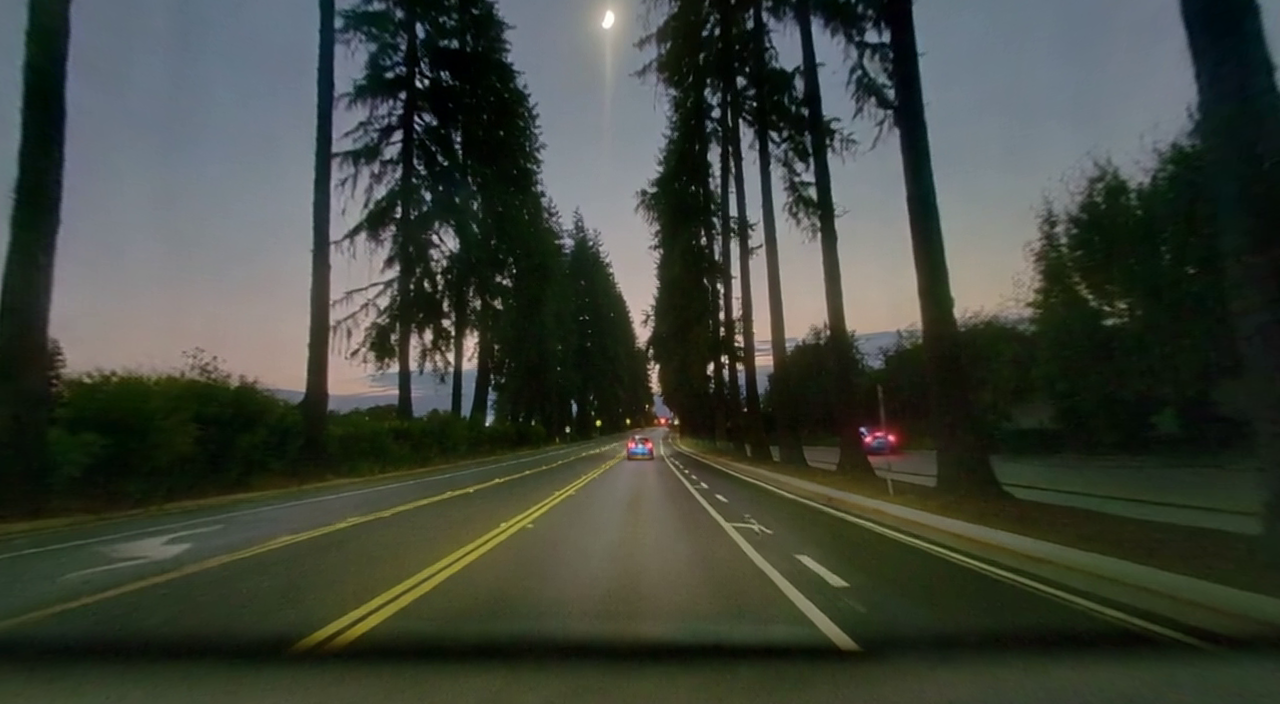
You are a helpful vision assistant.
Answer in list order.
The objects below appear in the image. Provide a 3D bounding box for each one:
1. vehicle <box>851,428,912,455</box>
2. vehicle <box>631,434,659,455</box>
[{"bbox_3d":[13.938,5.188,36.736,1.762,1.479,4.546,0,-8,1],"label":"vehicle"},{"bbox_3d":[0.420,7.018,47.759,2.067,1.486,3.861,0,-9,1],"label":"vehicle"}]
